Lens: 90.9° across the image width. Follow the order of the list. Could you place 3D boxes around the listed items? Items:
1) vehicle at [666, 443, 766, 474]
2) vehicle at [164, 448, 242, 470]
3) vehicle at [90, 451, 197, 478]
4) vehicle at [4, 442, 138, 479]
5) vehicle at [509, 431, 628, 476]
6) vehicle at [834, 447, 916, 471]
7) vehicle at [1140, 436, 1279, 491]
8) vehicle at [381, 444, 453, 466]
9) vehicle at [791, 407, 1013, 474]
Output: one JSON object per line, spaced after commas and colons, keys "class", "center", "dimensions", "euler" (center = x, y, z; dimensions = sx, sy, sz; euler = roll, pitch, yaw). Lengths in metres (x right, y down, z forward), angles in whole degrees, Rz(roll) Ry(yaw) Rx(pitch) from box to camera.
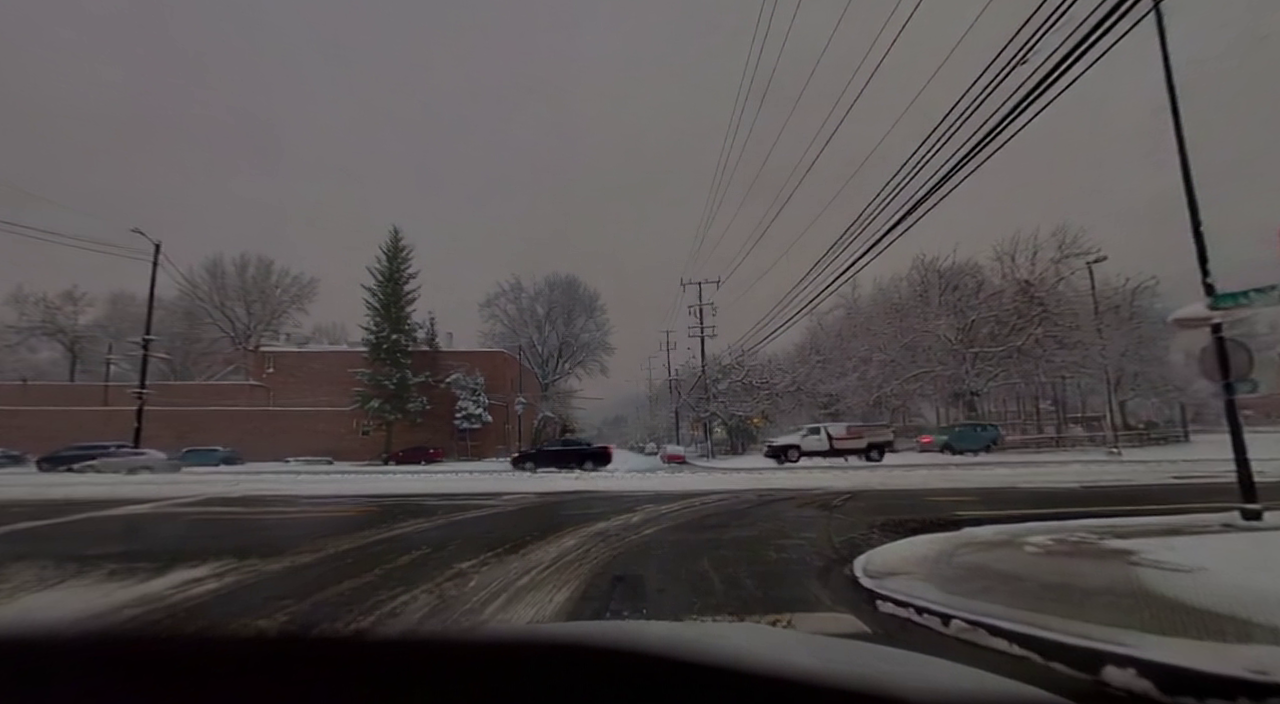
{"class": "vehicle", "center": [3.851, 5.473, 32.510], "dimensions": [4.855, 1.493, 1.831], "euler": [1, -8, -3]}
{"class": "vehicle", "center": [-34.282, 8.393, 49.539], "dimensions": [4.674, 1.716, 1.860], "euler": [0, -8, -1]}
{"class": "vehicle", "center": [-30.242, 6.849, 38.465], "dimensions": [4.869, 1.517, 1.819], "euler": [0, -8, -2]}
{"class": "vehicle", "center": [-28.537, 5.433, 31.744], "dimensions": [4.689, 1.803, 1.958], "euler": [0, -8, -2]}
{"class": "vehicle", "center": [-3.178, 4.627, 28.879], "dimensions": [5.213, 1.960, 2.099], "euler": [0, -8, -2]}
{"class": "vehicle", "center": [14.705, 6.720, 39.575], "dimensions": [4.400, 1.419, 1.711], "euler": [0, -8, -3]}
{"class": "vehicle", "center": [17.564, 3.197, 18.253], "dimensions": [4.645, 1.464, 2.033], "euler": [1, -8, -7]}
{"class": "vehicle", "center": [-17.377, 8.049, 49.276], "dimensions": [4.952, 1.662, 1.935], "euler": [0, -8, -2]}
{"class": "vehicle", "center": [17.949, 6.130, 43.656], "dimensions": [14.239, 4.056, 2.970], "euler": [2, -8, -4]}
